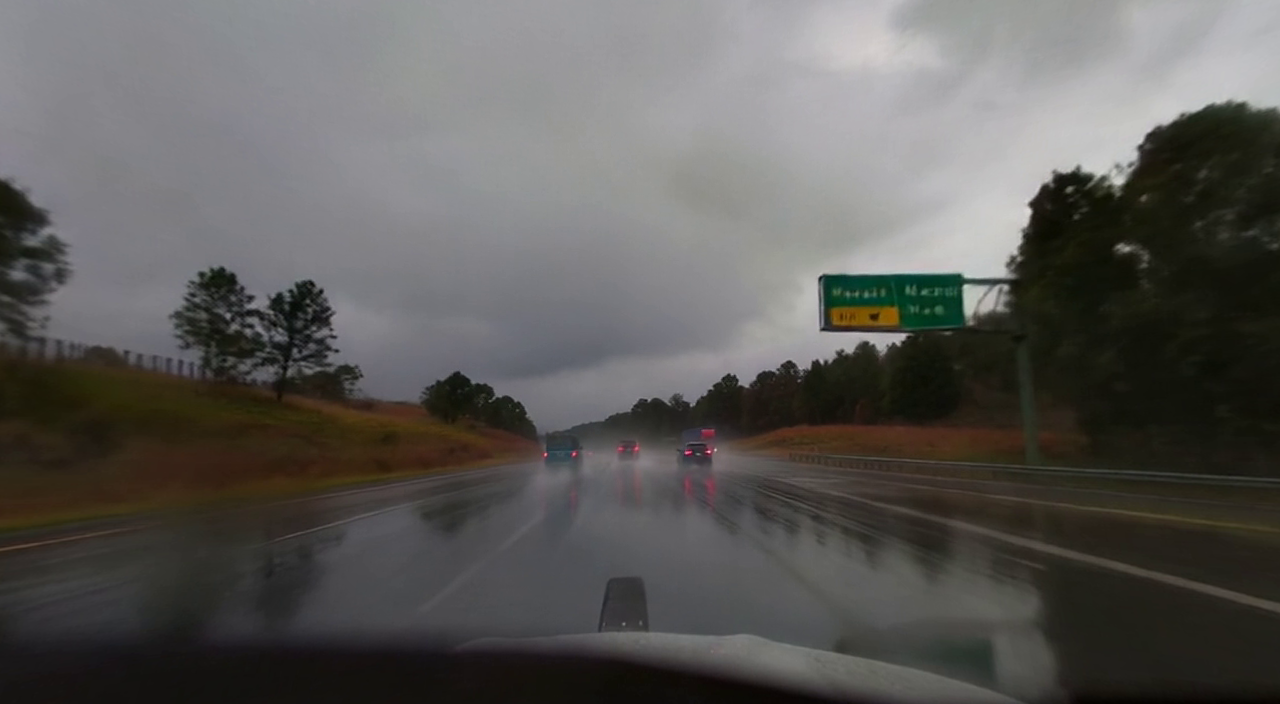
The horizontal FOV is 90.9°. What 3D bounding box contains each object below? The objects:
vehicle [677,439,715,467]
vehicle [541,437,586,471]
[{"bbox_3d":[3.589,6.549,41.230,1.995,1.712,4.206,0,-8,-2],"label":"vehicle"},{"bbox_3d":[-4.398,5.913,36.869,2.120,1.855,4.619,0,-8,-1],"label":"vehicle"}]
